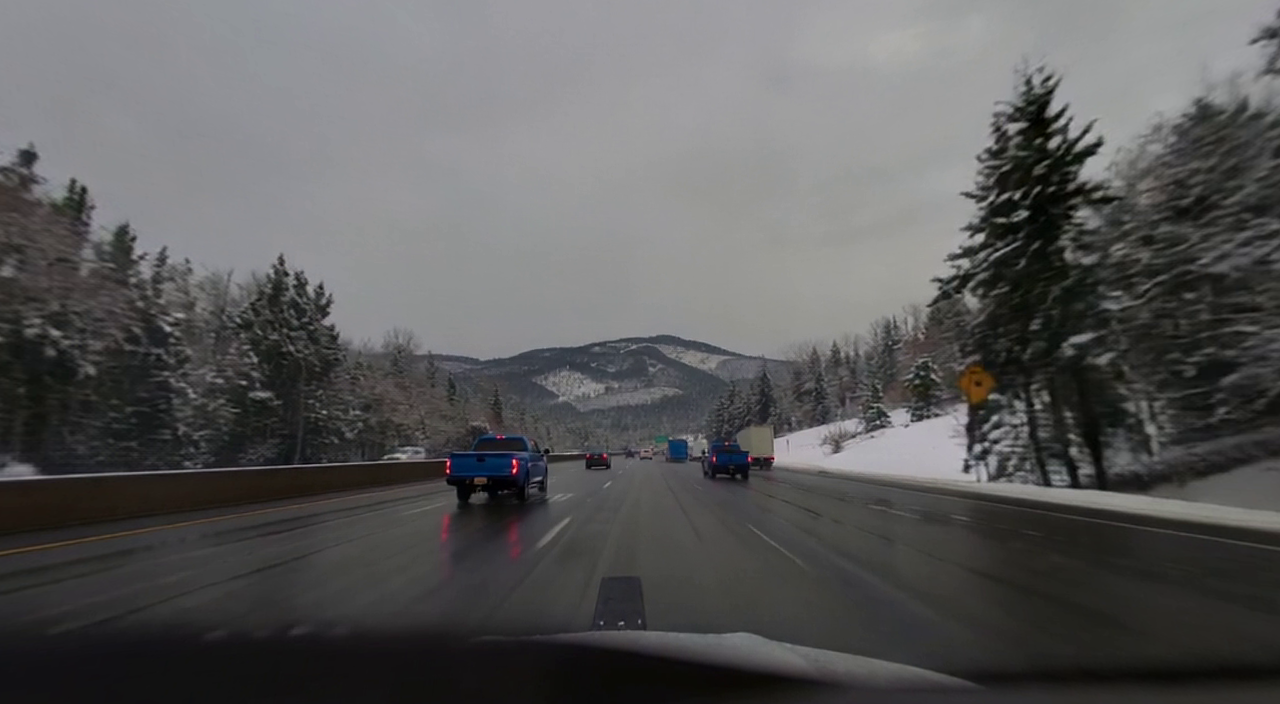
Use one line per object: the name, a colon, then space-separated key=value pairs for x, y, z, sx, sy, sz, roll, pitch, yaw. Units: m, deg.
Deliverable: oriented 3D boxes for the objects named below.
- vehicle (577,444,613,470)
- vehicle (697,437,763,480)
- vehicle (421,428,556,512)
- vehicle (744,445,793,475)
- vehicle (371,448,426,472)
vehicle: x=-3.247 y=7.725 z=46.441 sx=2.235 sy=1.785 sz=4.386 roll=-1 pitch=-8 yaw=1
vehicle: x=4.401 y=5.337 z=31.959 sx=2.424 sy=1.952 sz=5.611 roll=0 pitch=-8 yaw=-1
vehicle: x=-3.736 y=3.023 z=16.768 sx=2.227 sy=1.853 sz=5.161 roll=-1 pitch=-8 yaw=1
vehicle: x=8.013 y=6.772 z=39.752 sx=2.104 sy=1.724 sz=4.701 roll=0 pitch=-8 yaw=0
vehicle: x=-16.926 y=7.577 z=44.443 sx=1.963 sy=1.590 sz=4.486 roll=-1 pitch=-8 yaw=1
